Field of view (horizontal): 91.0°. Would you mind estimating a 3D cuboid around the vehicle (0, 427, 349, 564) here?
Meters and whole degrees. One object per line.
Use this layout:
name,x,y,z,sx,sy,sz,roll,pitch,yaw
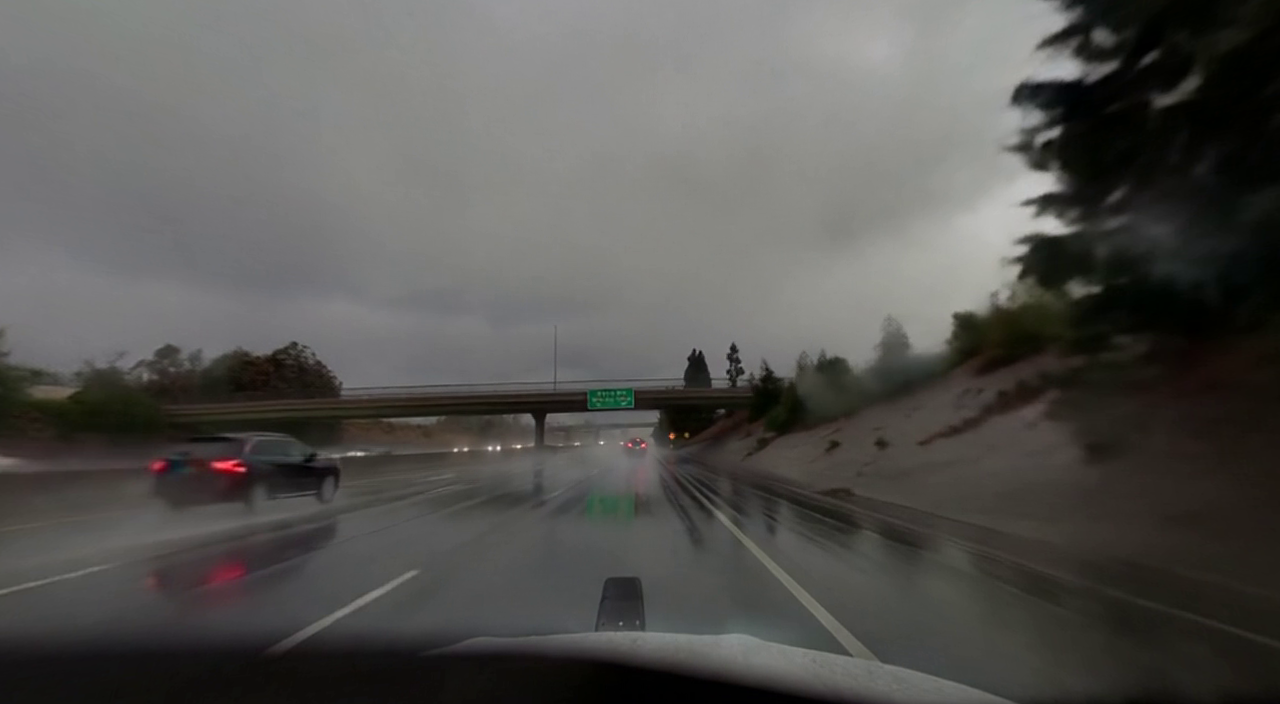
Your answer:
vehicle,-6.633,2.004,9.661,1.916,1.545,4.757,0,-8,2
